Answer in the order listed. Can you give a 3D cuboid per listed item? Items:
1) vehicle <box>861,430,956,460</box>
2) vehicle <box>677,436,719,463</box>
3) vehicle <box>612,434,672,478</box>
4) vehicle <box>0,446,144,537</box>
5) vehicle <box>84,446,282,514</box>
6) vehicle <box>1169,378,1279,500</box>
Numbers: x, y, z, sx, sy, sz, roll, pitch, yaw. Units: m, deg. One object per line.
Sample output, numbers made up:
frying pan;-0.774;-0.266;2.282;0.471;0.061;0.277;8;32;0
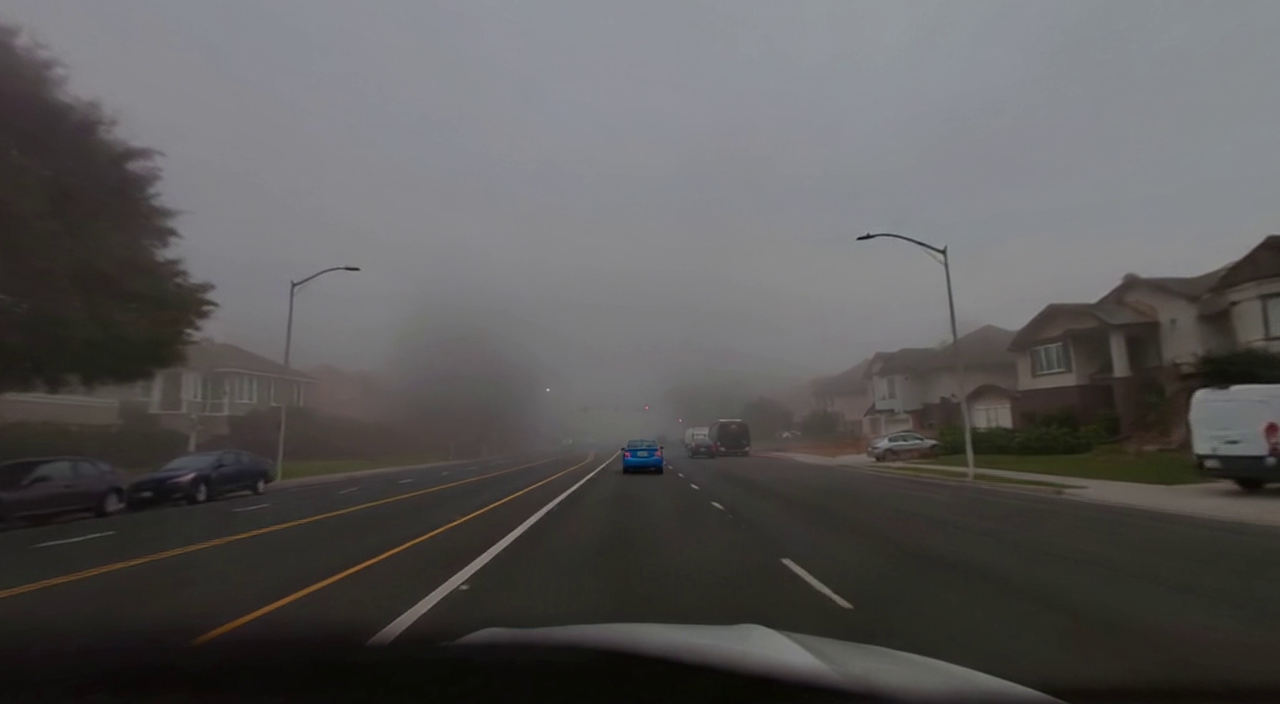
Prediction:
vehicle;15.172;5.272;35.848;4.456;1.520;1.911;-1;-8;-2
vehicle;3.457;5.954;38.771;2.161;1.519;4.568;0;-8;0
vehicle;0.029;3.900;23.878;2.093;1.497;4.010;0;-8;-1
vehicle;-14.488;3.122;14.519;2.140;1.899;4.900;0;-8;0
vehicle;-14.268;3.960;20.345;2.078;1.833;5.666;0;-8;1
vehicle;14.961;1.806;13.215;5.696;2.299;2.292;0;-9;-2
